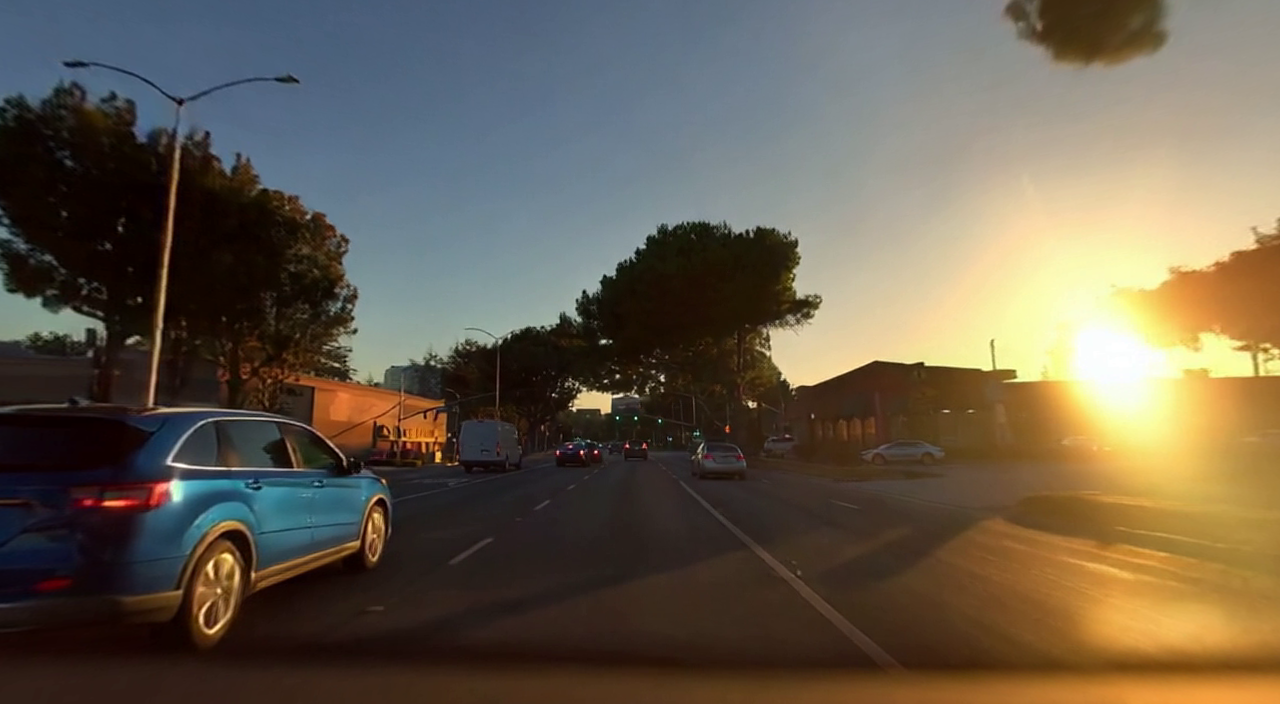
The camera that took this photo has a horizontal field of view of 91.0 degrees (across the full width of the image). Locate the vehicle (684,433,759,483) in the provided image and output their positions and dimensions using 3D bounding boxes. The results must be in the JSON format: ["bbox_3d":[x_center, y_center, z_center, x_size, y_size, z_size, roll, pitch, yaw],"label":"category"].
[{"bbox_3d":[3.121,4.193,25.146,2.167,1.792,4.835,0,-9,-2],"label":"vehicle"}]

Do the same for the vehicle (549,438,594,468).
[{"bbox_3d":[-4.050,6.102,38.087,2.133,1.677,4.727,0,-9,1],"label":"vehicle"}]

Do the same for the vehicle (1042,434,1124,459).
[{"bbox_3d":[27.739,5.968,39.645,1.768,1.460,4.677,0,-9,0],"label":"vehicle"}]

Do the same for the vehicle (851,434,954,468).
[{"bbox_3d":[14.414,5.466,34.779,4.626,1.562,2.159,-2,-9,-2],"label":"vehicle"}]

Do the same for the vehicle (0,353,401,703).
[{"bbox_3d":[-3.846,1.191,5.235,2.038,1.748,4.303,0,-9,-1],"label":"vehicle"}]

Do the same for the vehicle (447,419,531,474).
[{"bbox_3d":[-7.688,4.936,32.961,2.863,2.592,6.410,0,-9,-1],"label":"vehicle"}]
